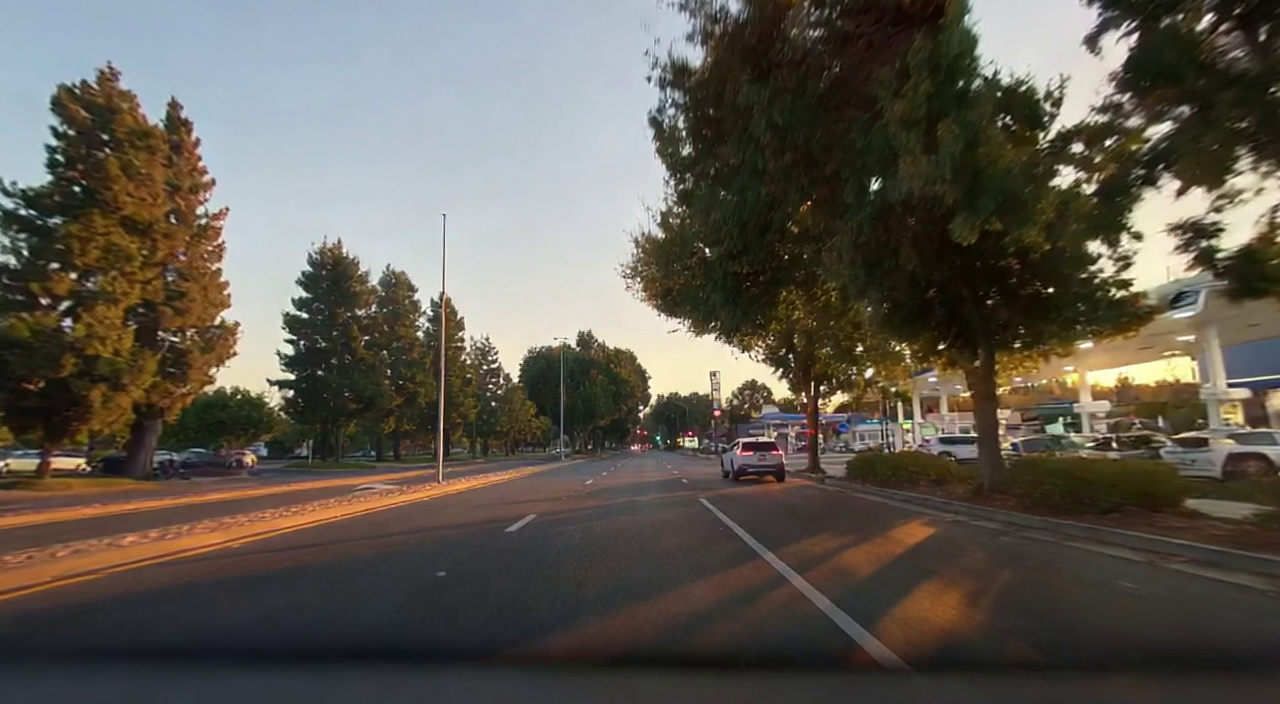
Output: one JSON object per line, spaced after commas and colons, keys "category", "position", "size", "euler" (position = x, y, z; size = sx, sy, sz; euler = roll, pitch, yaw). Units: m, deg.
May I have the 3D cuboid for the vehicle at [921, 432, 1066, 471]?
{"category": "vehicle", "position": [16.729, 4.751, 30.154], "size": [5.536, 1.705, 2.122], "euler": [-1, -9, 1]}

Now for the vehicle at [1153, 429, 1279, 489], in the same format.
{"category": "vehicle", "position": [16.386, 2.856, 16.975], "size": [3.459, 1.501, 1.974], "euler": [0, -8, -1]}

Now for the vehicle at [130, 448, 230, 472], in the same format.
{"category": "vehicle", "position": [-32.961, 7.739, 45.392], "size": [5.406, 1.627, 2.177], "euler": [0, -8, -1]}

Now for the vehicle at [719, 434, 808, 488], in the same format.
{"category": "vehicle", "position": [4.632, 4.167, 24.614], "size": [2.245, 1.864, 5.076], "euler": [0, -8, -2]}

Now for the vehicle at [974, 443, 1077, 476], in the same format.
{"category": "vehicle", "position": [16.687, 4.670, 27.451], "size": [3.269, 1.315, 1.731], "euler": [0, -10, -3]}
